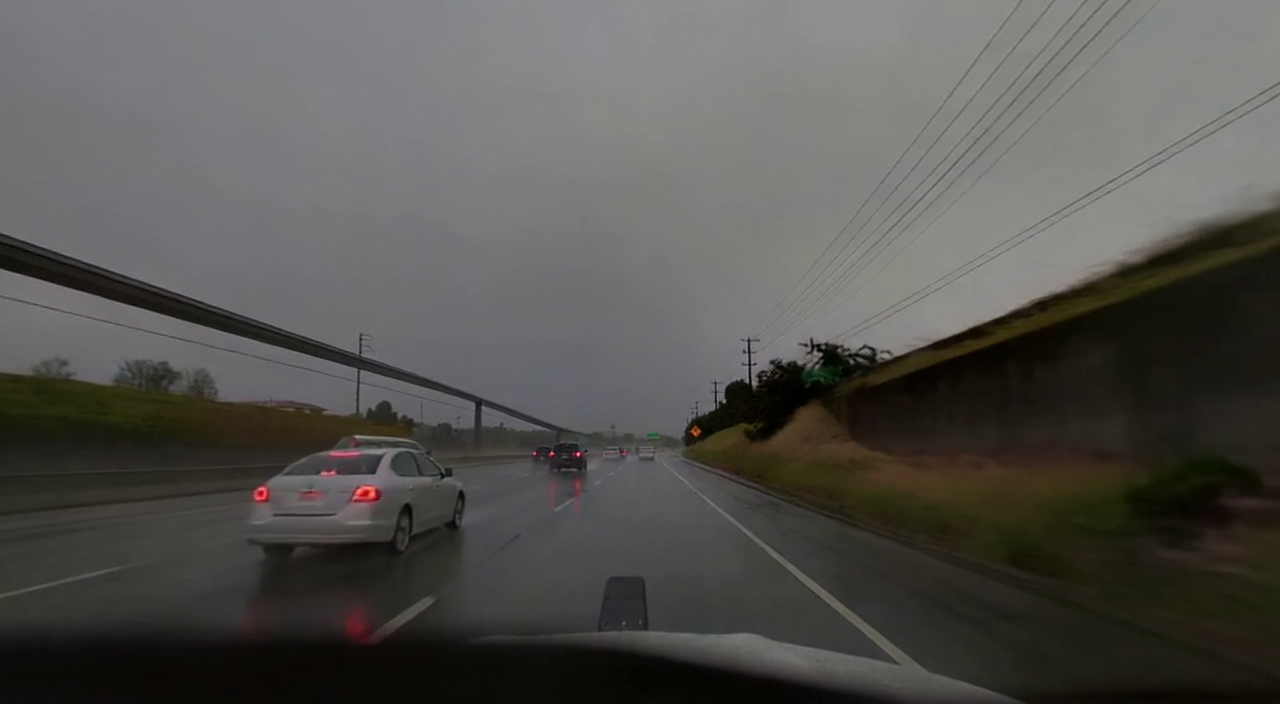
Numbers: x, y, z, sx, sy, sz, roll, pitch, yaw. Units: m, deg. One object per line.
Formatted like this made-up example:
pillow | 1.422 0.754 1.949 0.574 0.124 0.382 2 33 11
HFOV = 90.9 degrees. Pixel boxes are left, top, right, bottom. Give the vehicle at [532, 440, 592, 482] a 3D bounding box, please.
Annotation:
vehicle | -3.454 4.920 28.764 2.052 1.731 4.372 0 -8 2

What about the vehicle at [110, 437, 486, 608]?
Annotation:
vehicle | -3.493 1.788 7.655 2.056 1.449 4.330 0 -8 1
